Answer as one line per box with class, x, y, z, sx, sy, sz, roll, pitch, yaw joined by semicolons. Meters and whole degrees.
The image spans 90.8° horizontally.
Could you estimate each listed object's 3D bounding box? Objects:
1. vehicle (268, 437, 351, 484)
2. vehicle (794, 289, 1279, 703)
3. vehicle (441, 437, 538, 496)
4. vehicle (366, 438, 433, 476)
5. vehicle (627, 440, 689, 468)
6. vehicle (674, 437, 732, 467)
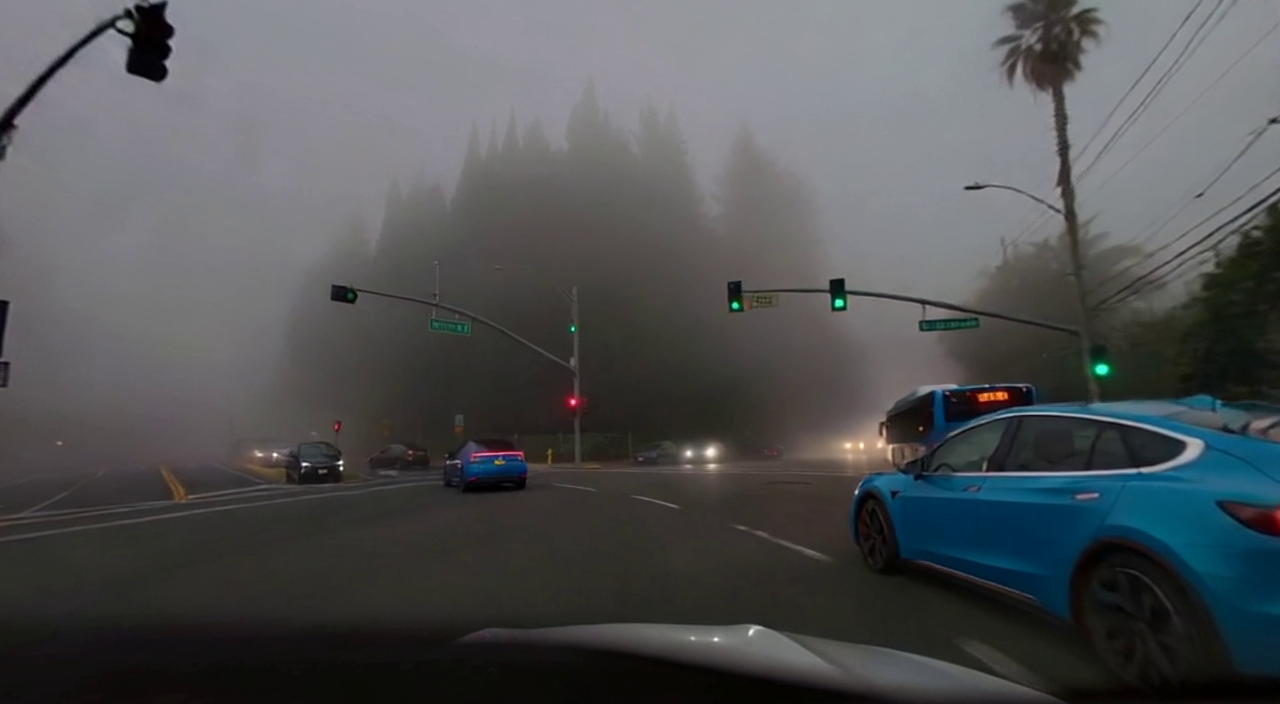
vehicle;-15.155;4.878;28.784;2.283;1.878;5.384;6;-11;-38
vehicle;3.033;1.062;4.577;2.205;1.803;5.135;0;-8;-4
vehicle;-5.102;3.716;20.972;2.341;1.709;4.466;3;-9;-23
vehicle;-13.221;5.683;34.549;2.272;1.891;4.562;6;-10;-35
vehicle;1.250;6.695;41.612;2.290;1.688;5.224;-5;-10;22
vehicle;3.967;6.105;38.818;2.122;1.730;5.138;-4;-9;22
